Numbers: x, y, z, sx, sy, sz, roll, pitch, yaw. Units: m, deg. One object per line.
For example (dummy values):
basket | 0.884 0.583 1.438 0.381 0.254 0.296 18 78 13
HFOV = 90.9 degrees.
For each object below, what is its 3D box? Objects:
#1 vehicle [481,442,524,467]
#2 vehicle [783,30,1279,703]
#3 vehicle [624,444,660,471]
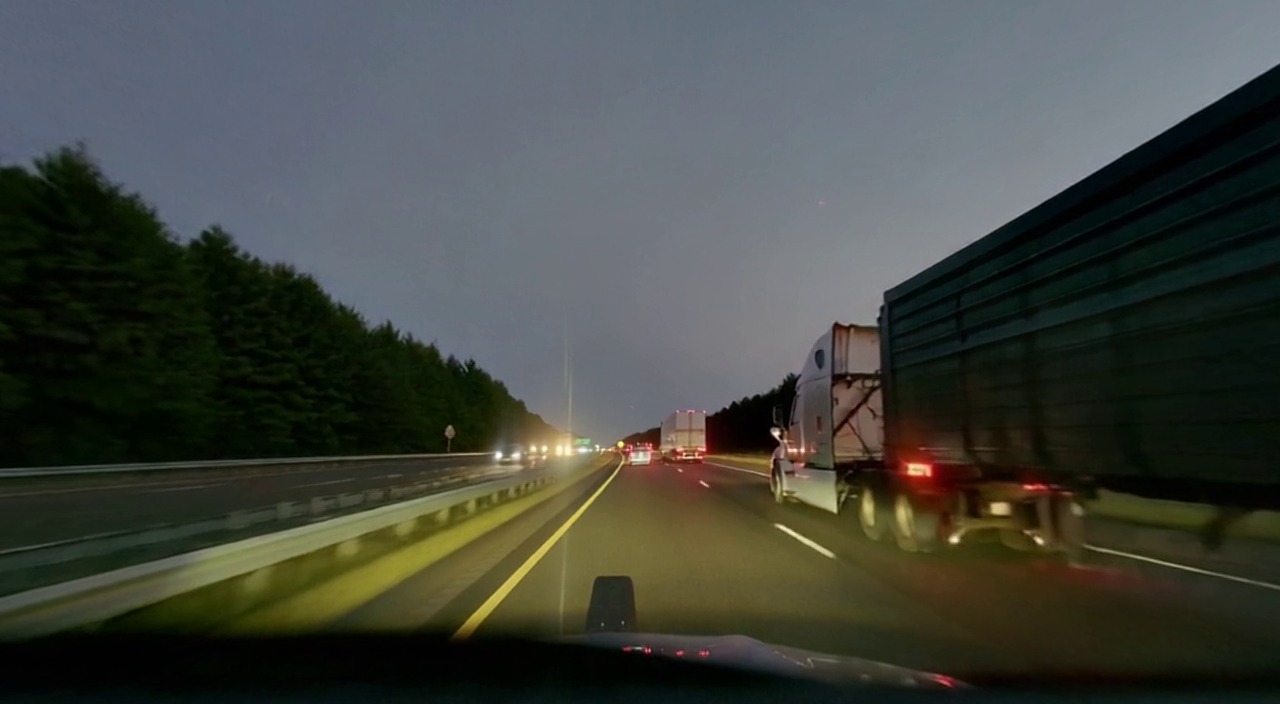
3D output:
vehicle | -9.382 7.023 43.353 2.020 1.618 4.287 0 -9 0
vehicle | 4.539 0.491 5.012 2.867 3.571 14.305 0 -9 -2
vehicle | 0.077 6.397 38.350 2.051 1.513 4.511 0 -9 -2
